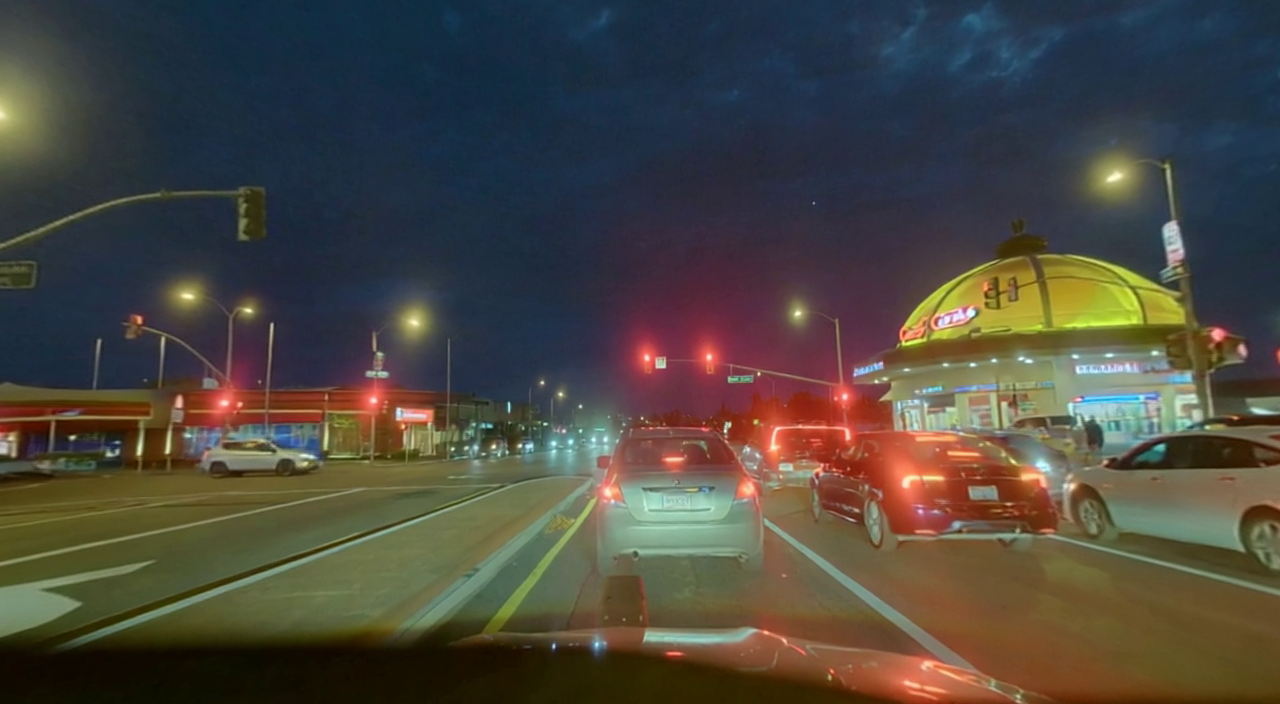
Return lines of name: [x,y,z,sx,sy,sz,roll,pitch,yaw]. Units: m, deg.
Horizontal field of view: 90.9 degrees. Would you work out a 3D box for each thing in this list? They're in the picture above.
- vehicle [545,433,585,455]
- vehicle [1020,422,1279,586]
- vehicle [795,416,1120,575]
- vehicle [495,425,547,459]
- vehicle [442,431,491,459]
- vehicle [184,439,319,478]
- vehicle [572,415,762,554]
vehicle: [-5.295,6.592,45.114,2.200,1.480,4.292,0,-8,1]
vehicle: [6.770,1.589,7.217,2.059,1.458,4.395,0,-8,-1]
vehicle: [3.550,1.674,8.229,1.883,1.480,4.489,0,-8,0]
vehicle: [-8.696,6.621,46.757,2.710,2.022,5.889,-2,-4,0]
vehicle: [-12.021,6.502,44.079,2.122,1.829,4.559,0,-8,0]
vehicle: [-17.912,4.899,29.335,4.833,1.701,2.077,2,-8,-13]
vehicle: [0.255,1.731,8.880,2.073,1.496,3.892,0,-8,-1]
